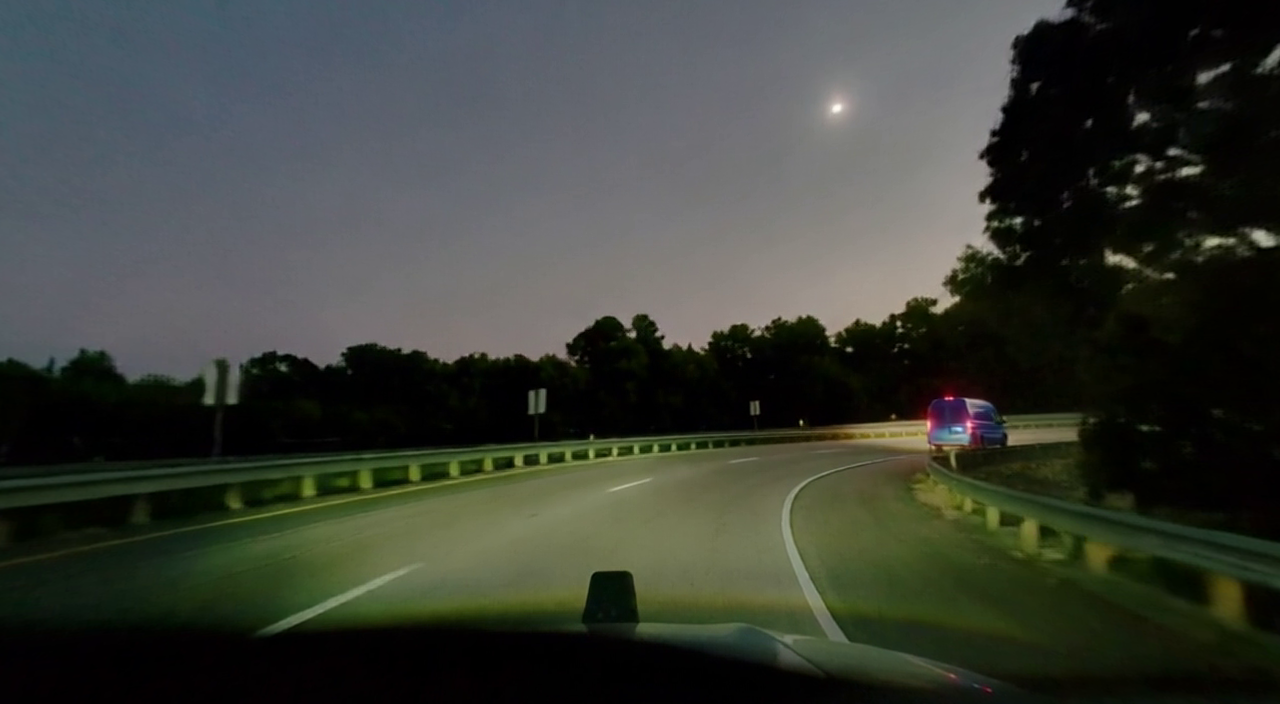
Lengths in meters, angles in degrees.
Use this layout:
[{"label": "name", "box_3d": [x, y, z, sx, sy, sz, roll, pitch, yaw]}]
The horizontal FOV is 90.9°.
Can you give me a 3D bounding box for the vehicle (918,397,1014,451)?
[{"label": "vehicle", "box_3d": [17.008, 3.788, 32.770, 5.330, 2.577, 2.352, 6, -10, -39]}]
